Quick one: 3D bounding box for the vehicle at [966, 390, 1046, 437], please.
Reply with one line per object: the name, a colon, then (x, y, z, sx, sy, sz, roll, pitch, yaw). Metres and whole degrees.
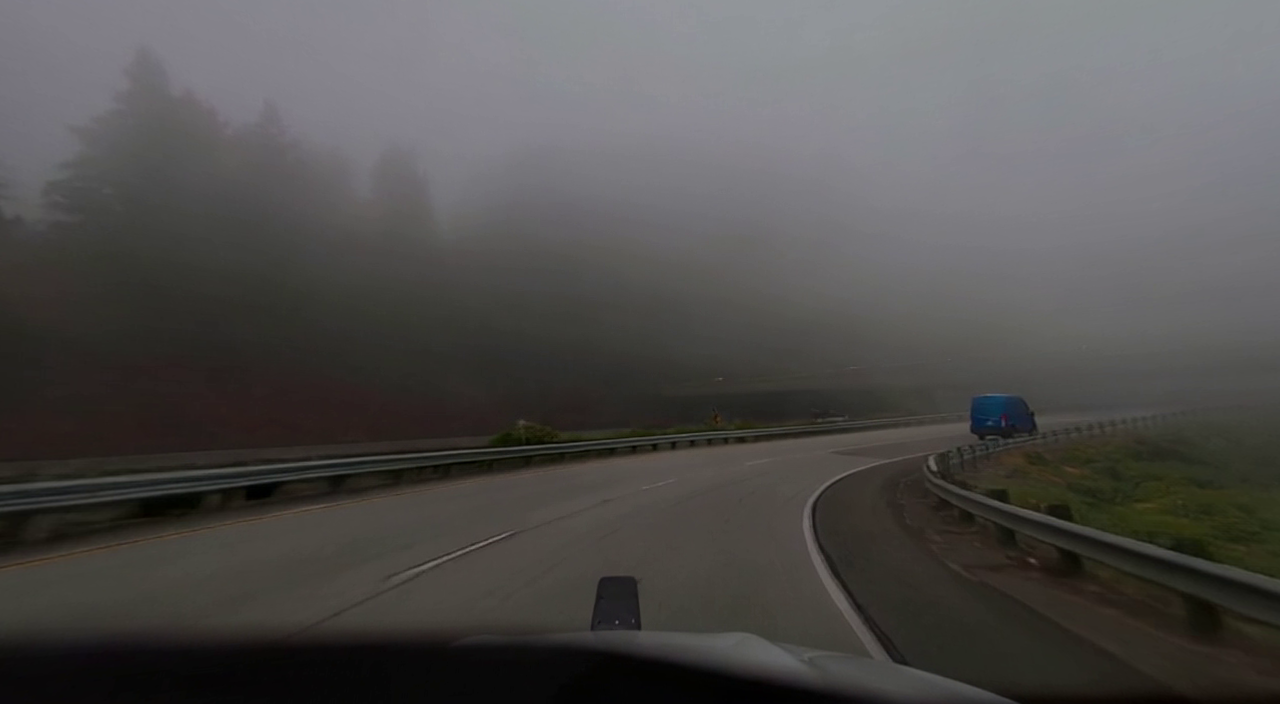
vehicle: (22.081, 3.788, 37.924, 5.330, 2.577, 2.352, 6, -10, -40)
